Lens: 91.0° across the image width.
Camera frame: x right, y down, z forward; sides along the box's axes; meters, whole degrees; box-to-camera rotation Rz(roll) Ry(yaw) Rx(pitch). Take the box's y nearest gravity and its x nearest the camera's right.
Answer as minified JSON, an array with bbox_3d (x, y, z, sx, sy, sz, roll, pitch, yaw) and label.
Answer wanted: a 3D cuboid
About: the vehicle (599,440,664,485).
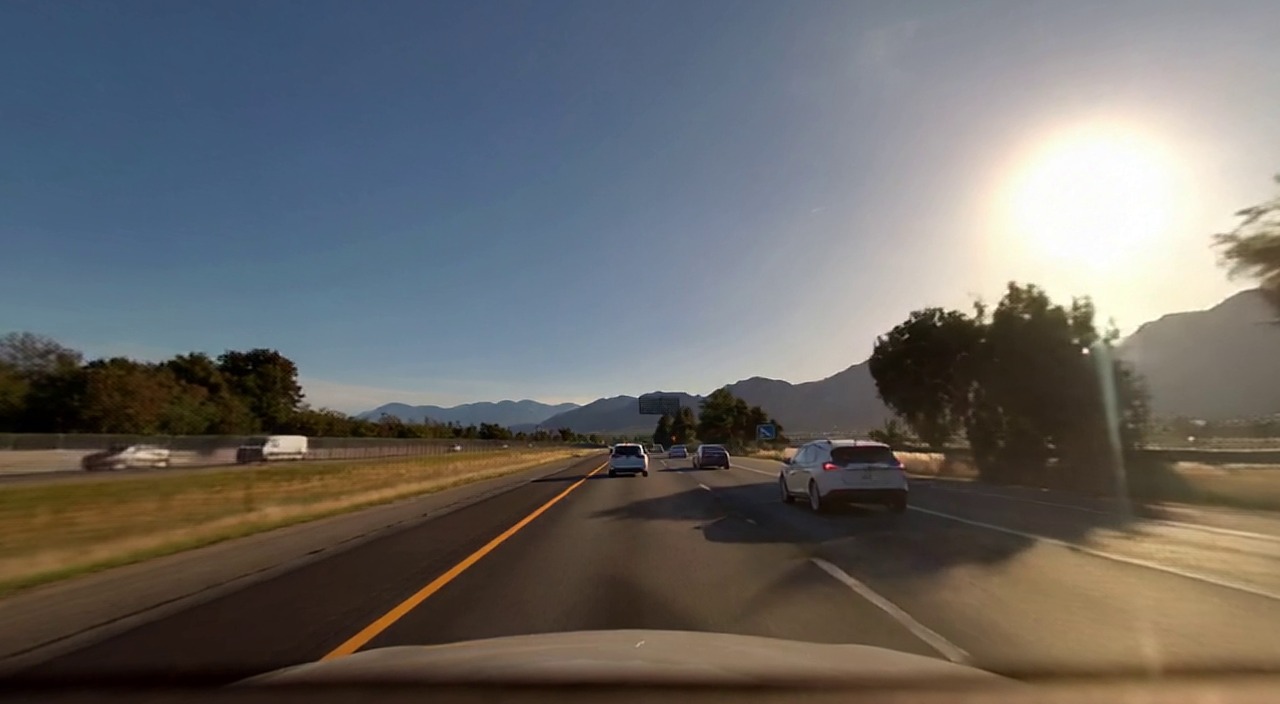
[{"bbox_3d":[-0.317,3.876,22.450,2.085,1.449,3.860,0,-9,-1],"label":"vehicle"}]

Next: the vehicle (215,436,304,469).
[{"bbox_3d":[-24.877,6.621,41.520,2.322,2.013,5.631,0,-9,0],"label":"vehicle"}]

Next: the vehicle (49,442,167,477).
[{"bbox_3d":[-28.740,5.822,34.269,1.951,1.745,5.123,0,-9,0],"label":"vehicle"}]

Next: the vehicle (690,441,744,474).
[{"bbox_3d":[3.583,4.988,29.914,1.957,1.447,4.241,0,-9,-1],"label":"vehicle"}]

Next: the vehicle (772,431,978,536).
[{"bbox_3d":[3.841,2.210,11.241,1.949,1.493,4.272,0,-9,-1],"label":"vehicle"}]
